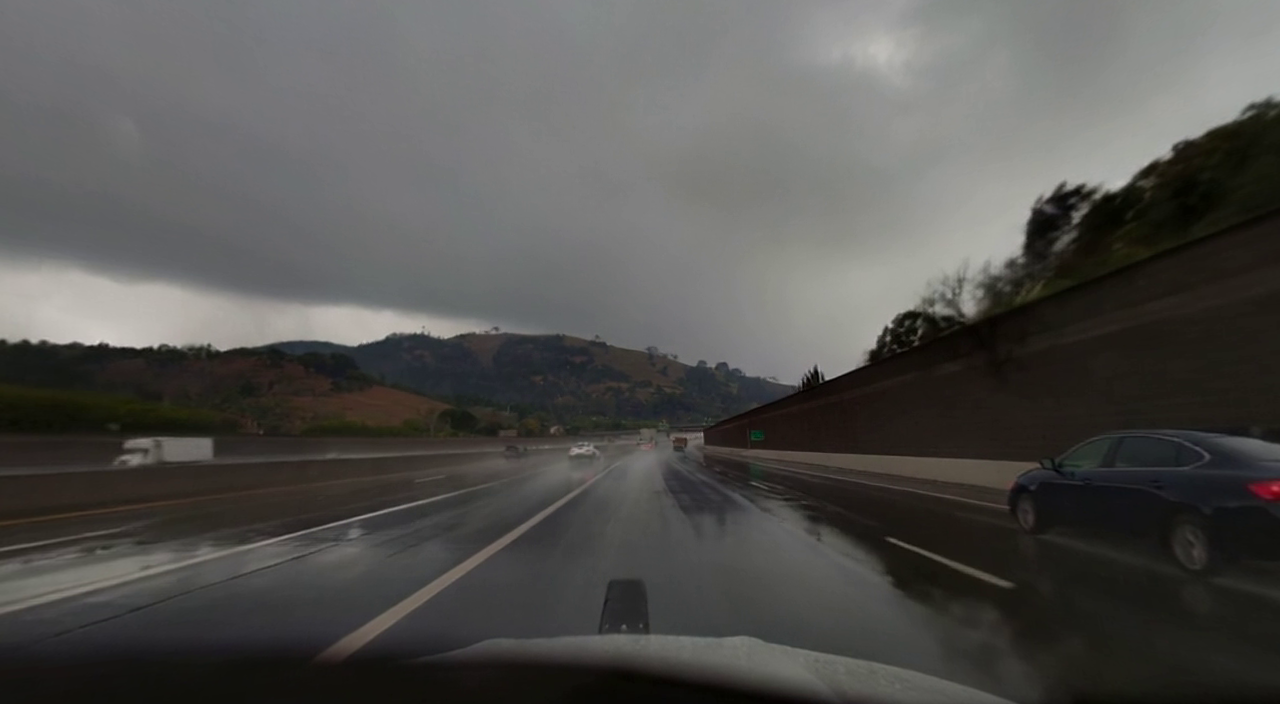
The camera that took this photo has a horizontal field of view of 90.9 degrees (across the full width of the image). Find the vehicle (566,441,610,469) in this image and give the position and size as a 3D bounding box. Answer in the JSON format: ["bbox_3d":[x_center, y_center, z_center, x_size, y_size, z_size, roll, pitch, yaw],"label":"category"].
[{"bbox_3d":[-3.503,7.056,43.504,2.172,1.824,5.031,-1,-8,5],"label":"vehicle"}]

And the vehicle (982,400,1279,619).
[{"bbox_3d":[5.994,1.492,6.842,2.122,1.646,4.491,-1,-8,2],"label":"vehicle"}]
